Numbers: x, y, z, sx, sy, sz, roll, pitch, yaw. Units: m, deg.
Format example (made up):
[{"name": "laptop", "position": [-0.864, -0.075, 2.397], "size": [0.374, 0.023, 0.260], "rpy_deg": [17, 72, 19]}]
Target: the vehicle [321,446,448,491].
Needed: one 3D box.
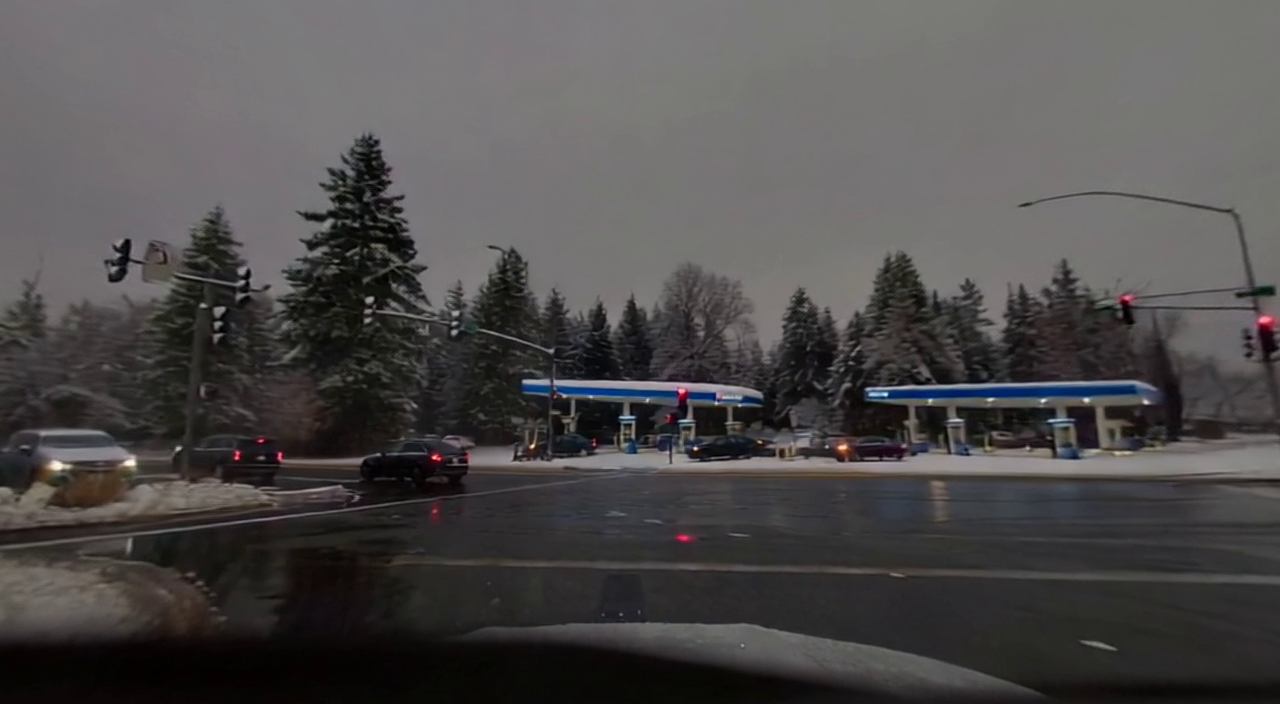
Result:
[{"name": "vehicle", "position": [-9.289, 4.145, 22.890], "size": [4.581, 1.460, 1.965], "rpy_deg": [-6, -10, 34]}]

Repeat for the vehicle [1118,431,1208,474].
[{"name": "vehicle", "position": [21.511, 4.092, 26.177], "size": [2.226, 1.562, 4.422], "rpy_deg": [-6, -9, 32]}]

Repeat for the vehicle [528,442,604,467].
[{"name": "vehicle", "position": [-5.168, 7.147, 44.325], "size": [5.020, 1.660, 1.819], "rpy_deg": [4, -10, -28]}]

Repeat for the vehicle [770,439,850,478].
[{"name": "vehicle", "position": [8.075, 4.991, 29.720], "size": [2.210, 1.565, 4.588], "rpy_deg": [-9, -12, 31]}]

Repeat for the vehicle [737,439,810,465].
[{"name": "vehicle", "position": [9.672, 7.305, 46.145], "size": [4.869, 1.751, 1.930], "rpy_deg": [-8, -12, 44]}]

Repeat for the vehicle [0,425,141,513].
[{"name": "vehicle", "position": [-15.130, 2.972, 16.215], "size": [4.658, 1.911, 2.162], "rpy_deg": [-7, -11, 34]}]

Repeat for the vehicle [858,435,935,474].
[{"name": "vehicle", "position": [11.515, 4.575, 28.189], "size": [2.210, 1.542, 4.501], "rpy_deg": [-8, -11, 32]}]

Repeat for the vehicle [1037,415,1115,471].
[{"name": "vehicle", "position": [19.807, 4.169, 28.895], "size": [2.486, 2.240, 5.933], "rpy_deg": [-6, -10, 32]}]

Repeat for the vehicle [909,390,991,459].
[{"name": "vehicle", "position": [23.785, 5.713, 47.846], "size": [3.322, 4.512, 13.942], "rpy_deg": [-6, -10, 34]}]

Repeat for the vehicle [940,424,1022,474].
[{"name": "vehicle", "position": [14.782, 4.160, 27.156], "size": [2.517, 1.875, 5.774], "rpy_deg": [-6, -10, 32]}]

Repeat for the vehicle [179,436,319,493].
[{"name": "vehicle", "position": [-13.513, 3.829, 21.775], "size": [4.616, 1.733, 2.351], "rpy_deg": [-6, -11, 35]}]
